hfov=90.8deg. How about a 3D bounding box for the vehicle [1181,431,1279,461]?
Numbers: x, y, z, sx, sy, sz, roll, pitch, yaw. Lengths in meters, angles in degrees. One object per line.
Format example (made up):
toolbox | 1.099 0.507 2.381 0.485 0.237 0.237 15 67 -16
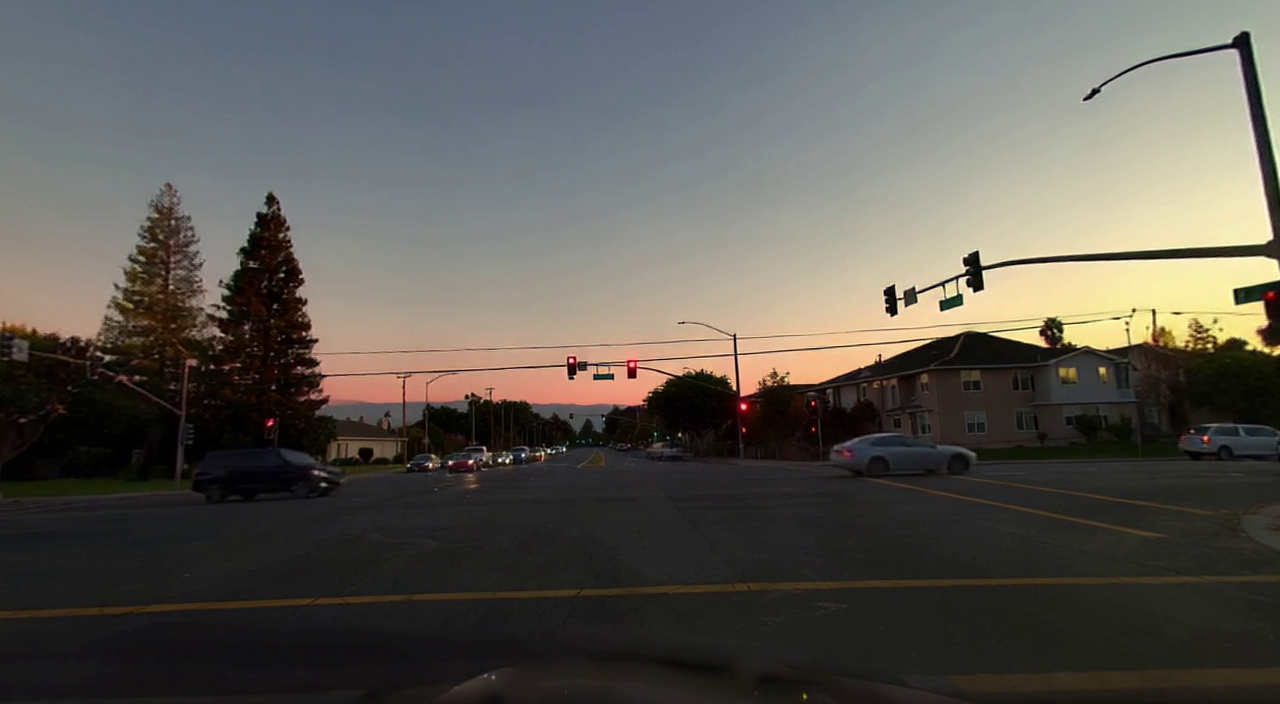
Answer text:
vehicle | 31.327 4.887 33.020 4.318 1.488 1.870 0 -9 -1

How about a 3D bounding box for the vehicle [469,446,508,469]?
vehicle | -10.703 7.459 44.755 1.881 1.509 3.377 0 -9 1

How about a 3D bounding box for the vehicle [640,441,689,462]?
vehicle | 1.769 7.539 47.934 1.932 1.539 4.873 3 -9 -20

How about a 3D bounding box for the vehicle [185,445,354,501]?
vehicle | -12.255 4.002 21.127 4.431 1.739 1.935 -1 -9 1

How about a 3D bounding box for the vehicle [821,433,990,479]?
vehicle | 8.918 3.523 21.551 4.823 1.449 2.017 0 -9 -1
